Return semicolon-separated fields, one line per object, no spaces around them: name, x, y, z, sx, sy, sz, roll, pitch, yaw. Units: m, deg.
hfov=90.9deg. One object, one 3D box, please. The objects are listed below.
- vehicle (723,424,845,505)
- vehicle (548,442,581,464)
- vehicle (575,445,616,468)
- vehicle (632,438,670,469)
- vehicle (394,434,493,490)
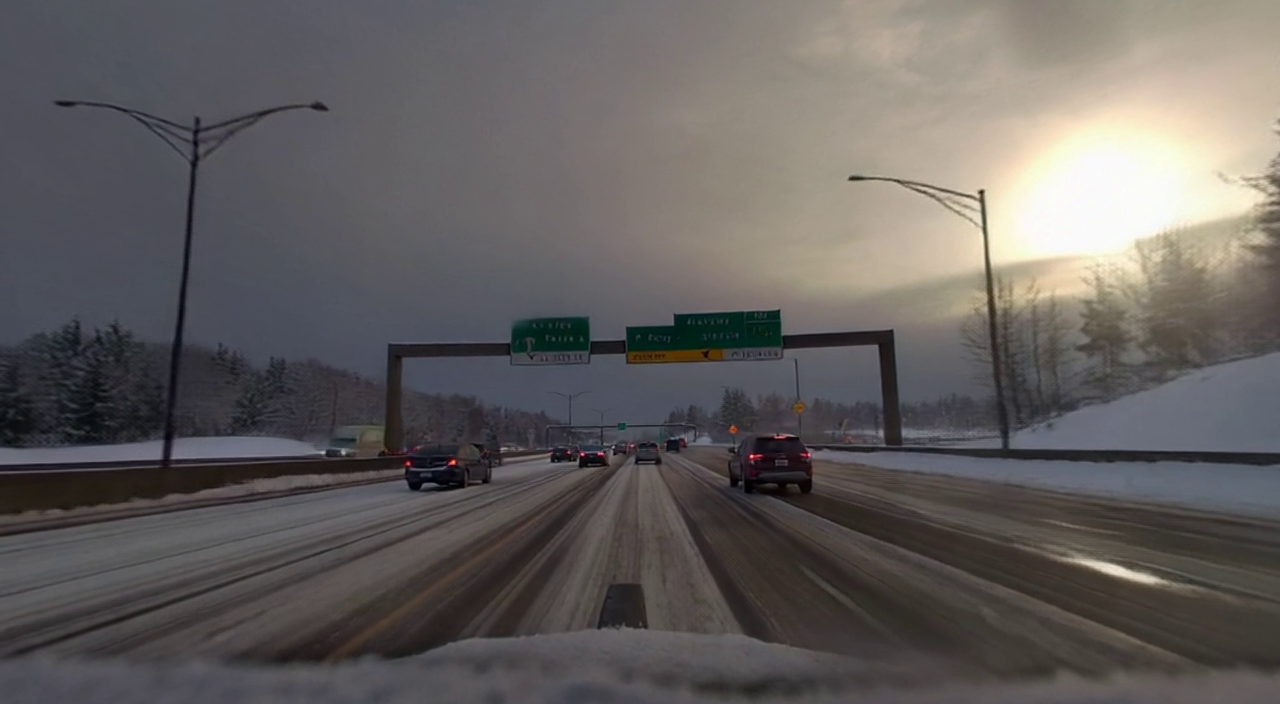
vehicle;3.574;2.894;16.684;2.083;1.823;4.627;0;-8;-1
vehicle;-5.853;7.905;49.385;1.992;1.604;3.966;0;-8;1
vehicle;-2.767;6.701;40.585;2.205;1.406;4.286;0;-8;2
vehicle;0.668;6.048;37.759;2.133;1.739;3.925;0;-8;2
vehicle;-6.463;3.634;21.240;1.946;1.688;4.019;0;-8;1
